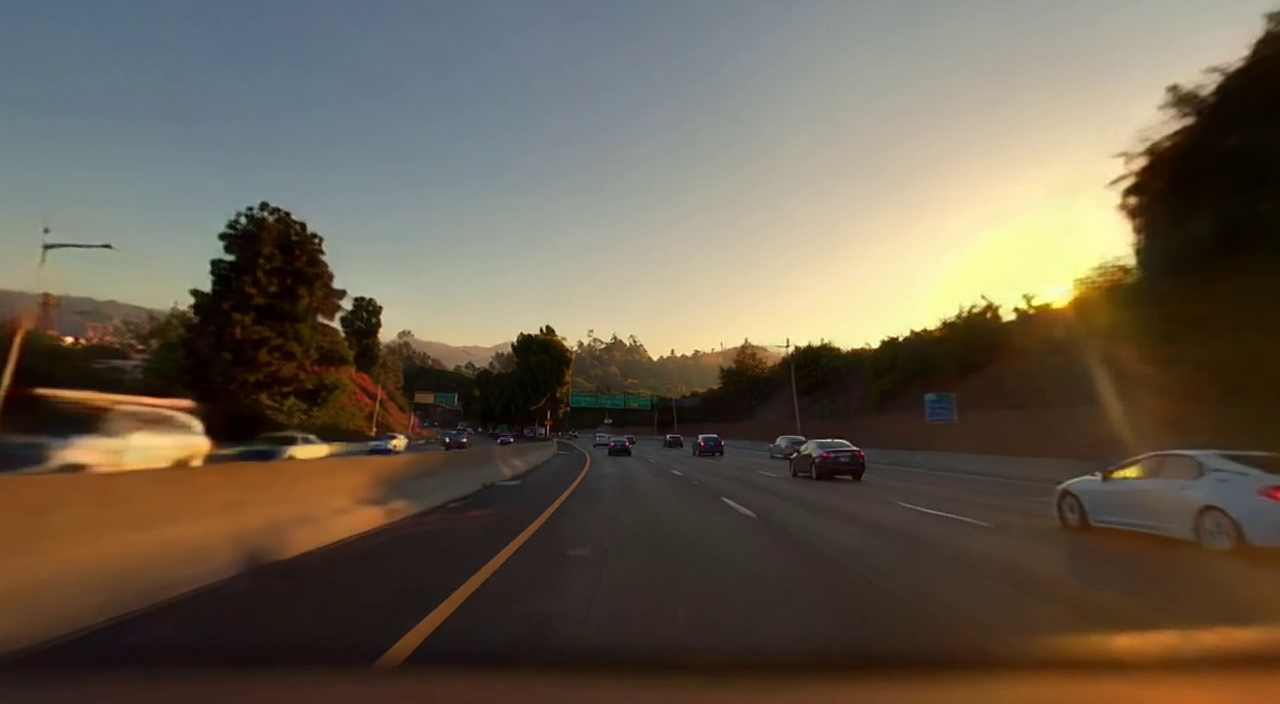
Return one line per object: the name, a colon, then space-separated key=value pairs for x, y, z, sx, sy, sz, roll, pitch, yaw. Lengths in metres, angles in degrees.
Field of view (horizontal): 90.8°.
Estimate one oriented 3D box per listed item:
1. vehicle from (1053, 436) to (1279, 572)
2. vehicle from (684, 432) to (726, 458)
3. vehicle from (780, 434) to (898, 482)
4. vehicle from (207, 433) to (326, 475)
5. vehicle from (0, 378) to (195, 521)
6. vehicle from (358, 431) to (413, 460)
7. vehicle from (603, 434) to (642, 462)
vehicle: x=7.548 y=1.723 z=7.594 sx=2.042 sy=1.390 sz=4.386 roll=0 pitch=-8 yaw=-3
vehicle: x=4.301 y=6.247 z=42.558 sx=2.094 sy=1.652 sz=3.955 roll=1 pitch=-8 yaw=-5
vehicle: x=6.745 y=3.651 z=22.119 sx=2.196 sy=1.494 sz=4.735 roll=1 pitch=-8 yaw=-6
vehicle: x=-14.598 y=4.011 z=25.105 sx=1.817 sy=1.469 sz=4.981 roll=0 pitch=-8 yaw=-2
vehicle: x=-9.784 y=1.578 z=10.312 sx=2.064 sy=1.918 sz=4.078 roll=0 pitch=-8 yaw=-1
vehicle: x=-15.634 y=5.779 z=39.010 sx=1.912 sy=1.685 sz=3.901 roll=1 pitch=-8 yaw=-4
vehicle: x=-1.064 y=5.501 z=36.238 sx=2.090 sy=1.510 sz=4.280 roll=1 pitch=-8 yaw=-4
